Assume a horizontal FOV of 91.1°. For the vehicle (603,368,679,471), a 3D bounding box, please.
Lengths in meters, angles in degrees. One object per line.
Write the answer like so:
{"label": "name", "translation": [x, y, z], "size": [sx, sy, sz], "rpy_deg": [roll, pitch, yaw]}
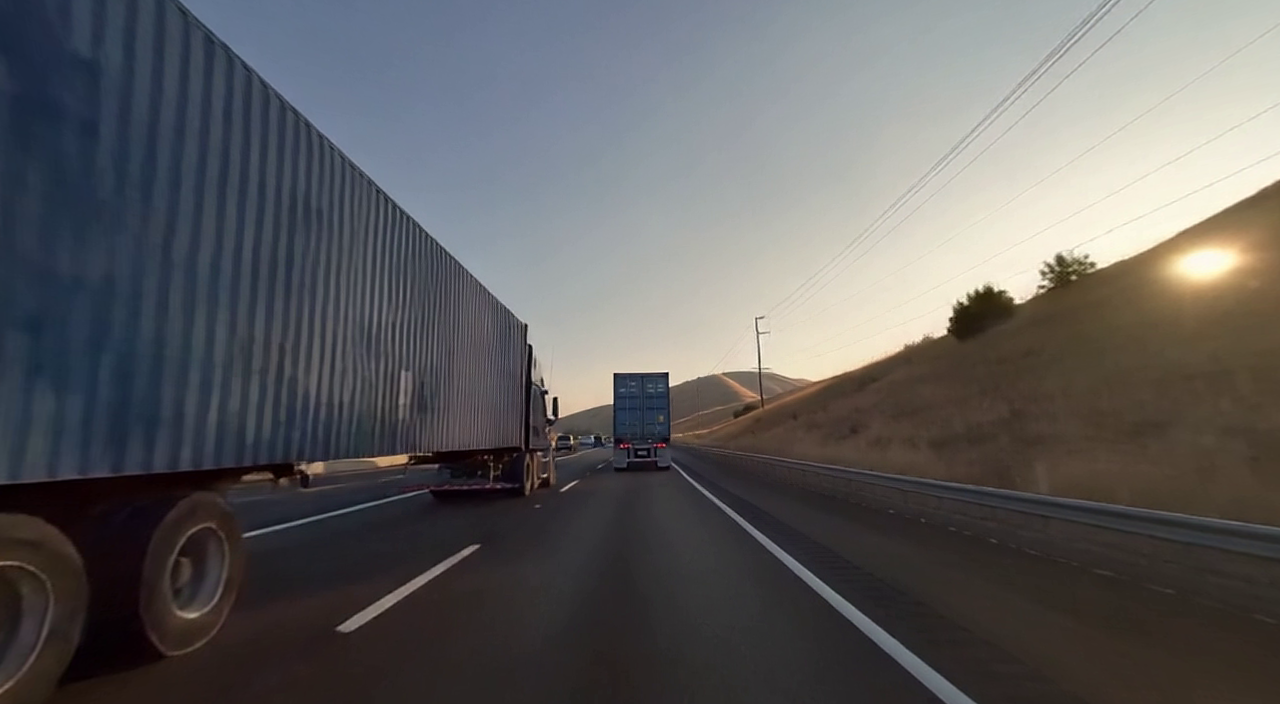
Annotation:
{"label": "vehicle", "translation": [-0.043, 3.488, 30.867], "size": [3.006, 4.120, 11.586], "rpy_deg": [0, -8, -1]}

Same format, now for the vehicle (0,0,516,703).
{"label": "vehicle", "translation": [-4.127, 0.024, 5.504], "size": [3.065, 4.105, 13.706], "rpy_deg": [0, -8, 1]}
